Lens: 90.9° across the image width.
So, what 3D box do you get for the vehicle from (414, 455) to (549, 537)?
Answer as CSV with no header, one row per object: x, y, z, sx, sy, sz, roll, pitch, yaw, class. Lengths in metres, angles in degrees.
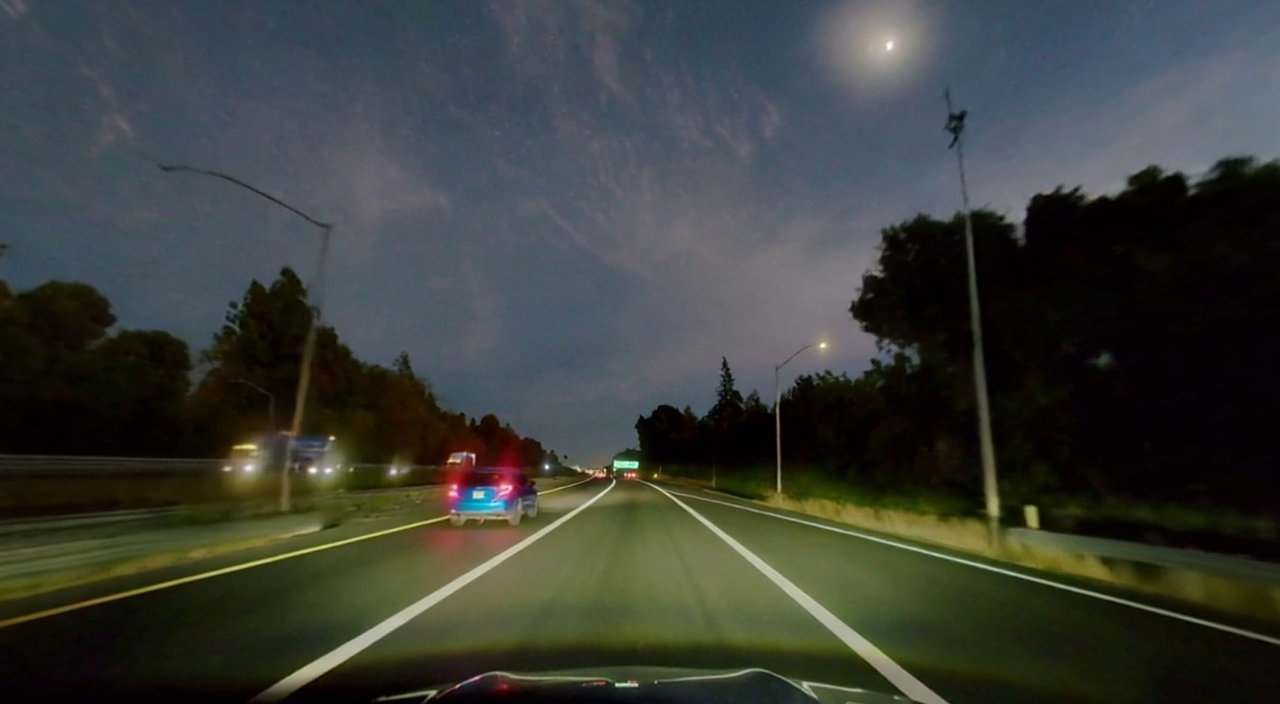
-3.436,3.239,14.625,1.967,1.556,4.364,1,-10,0,vehicle
